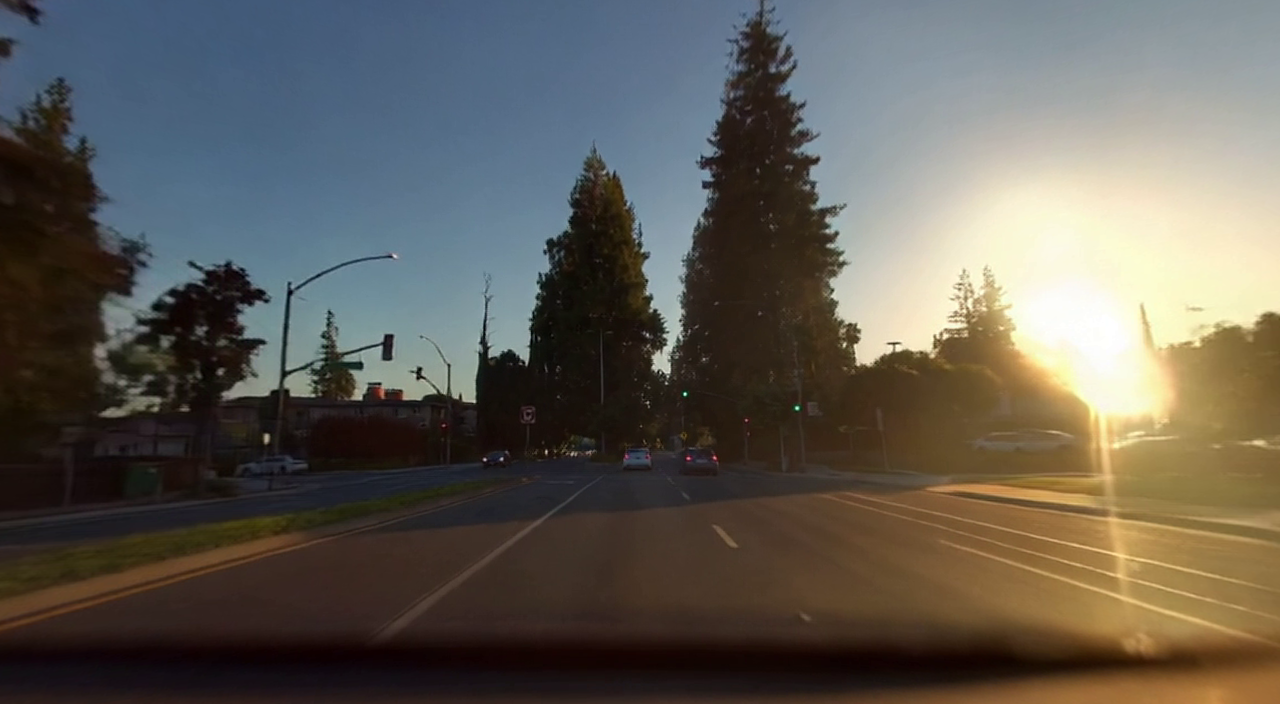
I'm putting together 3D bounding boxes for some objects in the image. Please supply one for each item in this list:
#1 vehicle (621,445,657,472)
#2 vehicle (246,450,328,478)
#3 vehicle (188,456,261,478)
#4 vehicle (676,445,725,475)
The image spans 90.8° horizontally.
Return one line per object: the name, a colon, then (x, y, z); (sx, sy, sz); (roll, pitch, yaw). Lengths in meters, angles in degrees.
vehicle: (-0.073, 6.262, 37.437); (2.018, 1.511, 3.993); (0, -8, 0)
vehicle: (-25.113, 8.004, 45.073); (4.634, 1.840, 2.025); (-1, -10, 2)
vehicle: (-31.716, 8.801, 48.249); (4.427, 1.572, 1.759); (-1, -8, 5)
vehicle: (3.124, 5.661, 33.455); (2.057, 1.496, 4.401); (0, -8, -1)
